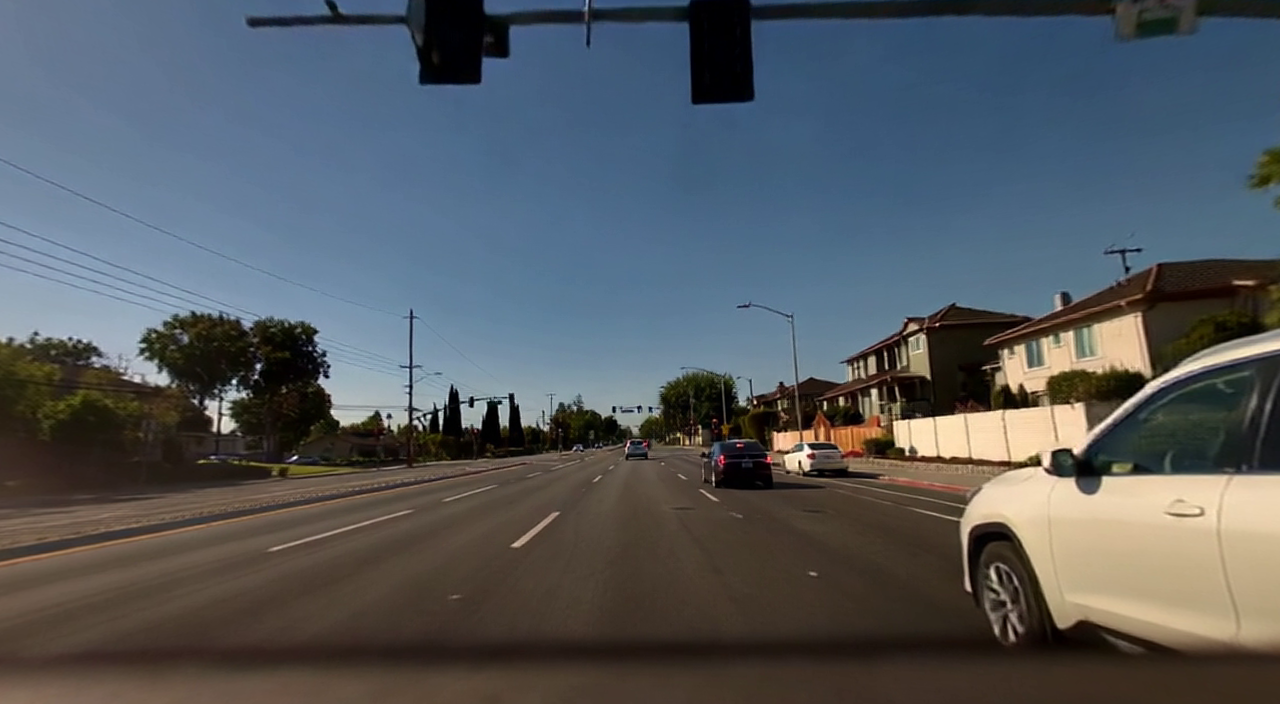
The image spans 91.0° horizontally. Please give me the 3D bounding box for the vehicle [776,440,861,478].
[{"bbox_3d":[7.214,4.377,25.972,2.010,1.421,4.586,0,-9,-2],"label":"vehicle"}]

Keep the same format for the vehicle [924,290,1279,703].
[{"bbox_3d":[3.081,0.703,2.050,2.129,1.761,4.610,0,-9,0],"label":"vehicle"}]

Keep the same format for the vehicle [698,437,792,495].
[{"bbox_3d":[2.884,3.239,18.223,1.889,1.451,4.180,0,-9,-1],"label":"vehicle"}]
